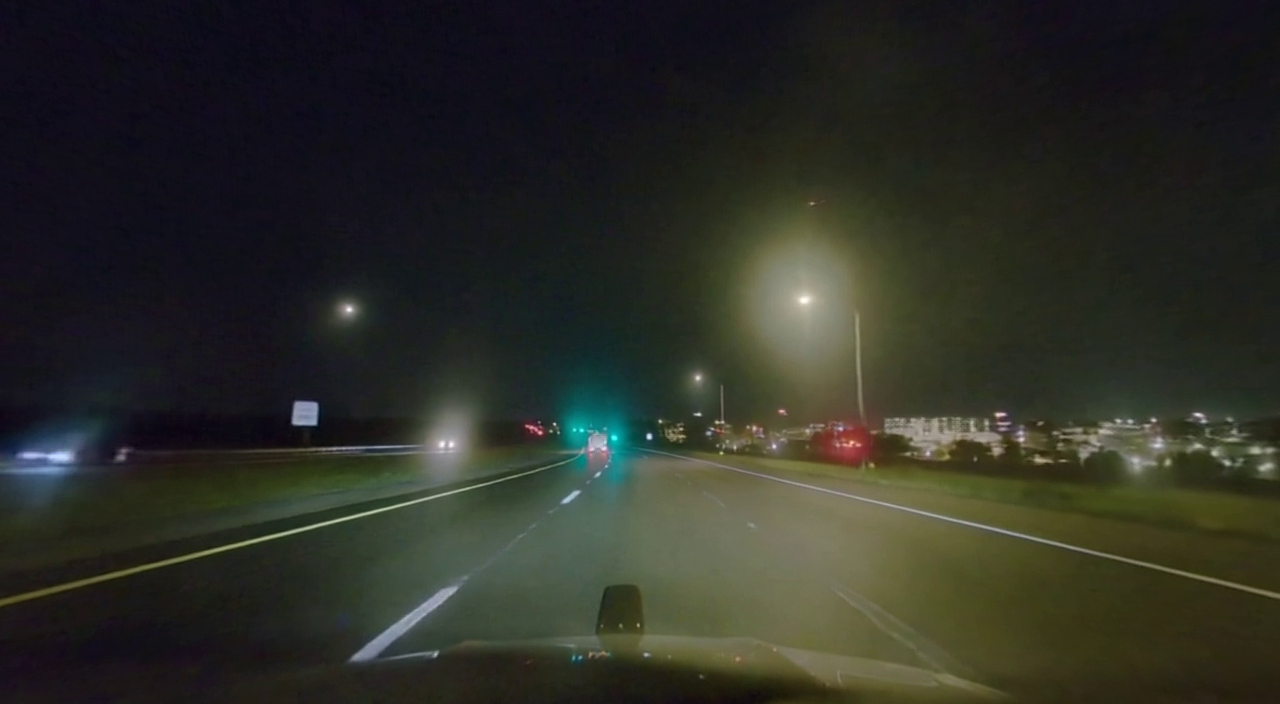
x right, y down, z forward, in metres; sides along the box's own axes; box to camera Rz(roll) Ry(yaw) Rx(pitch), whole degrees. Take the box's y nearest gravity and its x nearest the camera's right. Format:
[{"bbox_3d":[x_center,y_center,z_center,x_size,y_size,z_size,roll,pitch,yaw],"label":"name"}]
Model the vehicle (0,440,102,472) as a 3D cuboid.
[{"bbox_3d":[-32.082,5.525,33.711,1.978,1.540,5.108,0,-9,0],"label":"vehicle"}]
